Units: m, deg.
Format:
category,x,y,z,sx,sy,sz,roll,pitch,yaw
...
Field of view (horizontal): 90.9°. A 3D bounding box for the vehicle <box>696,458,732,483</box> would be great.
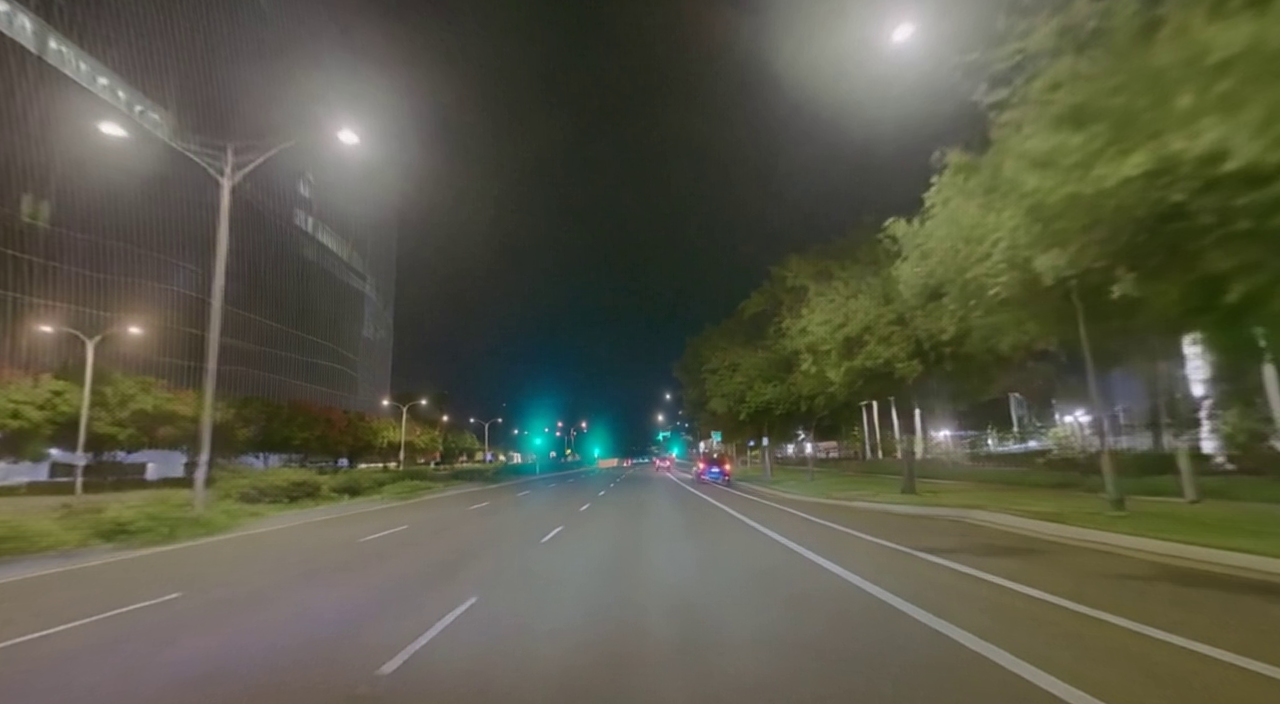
category,x,y,z,sx,sy,sz,roll,pitch,yaw
vehicle,4.959,7.982,42.819,1.909,1.503,4.368,0,-8,0
